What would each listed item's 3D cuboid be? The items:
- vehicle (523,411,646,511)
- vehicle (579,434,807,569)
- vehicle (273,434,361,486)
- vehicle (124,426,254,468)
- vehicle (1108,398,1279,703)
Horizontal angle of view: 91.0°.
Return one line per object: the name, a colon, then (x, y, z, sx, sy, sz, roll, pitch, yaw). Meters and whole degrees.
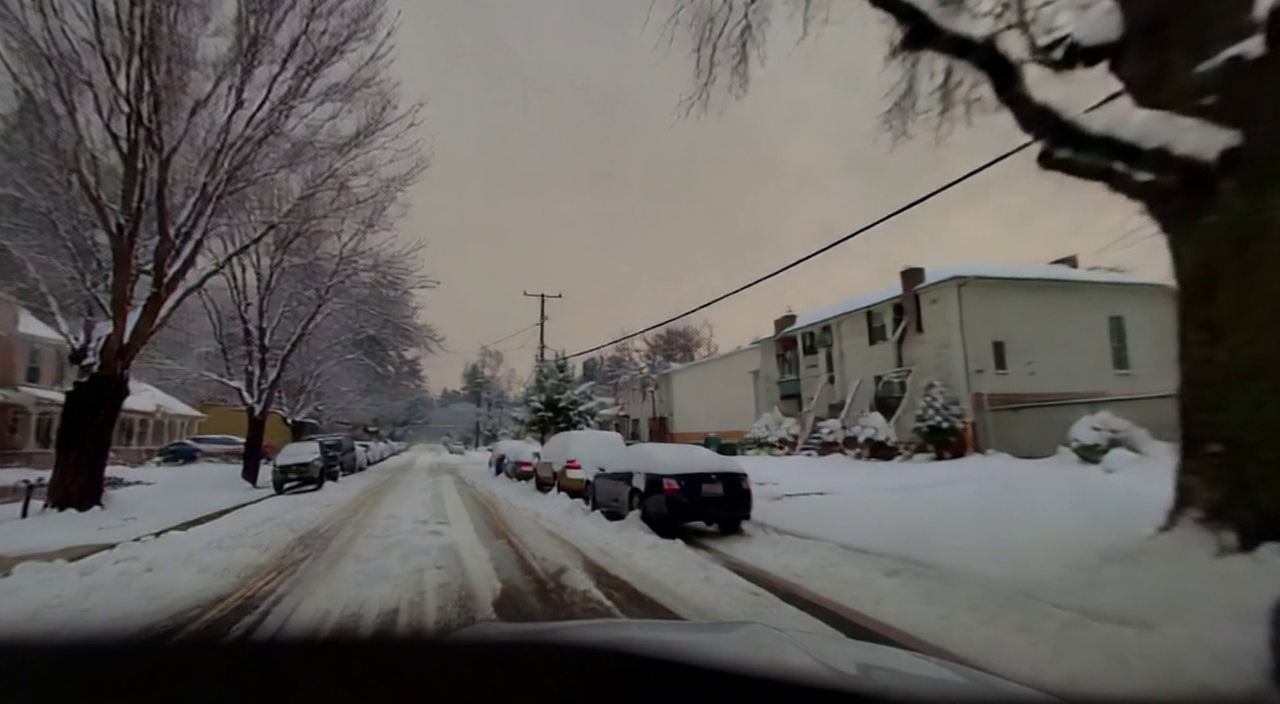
vehicle: (-1.605, 2.619, 16.211, 1.993, 2.129, 4.893, 2, -6, -19)
vehicle: (0.501, 2.083, 9.876, 1.828, 1.442, 4.476, 2, -6, -20)
vehicle: (-10.724, 3.592, 21.249, 1.908, 1.493, 4.806, 6, -10, -19)
vehicle: (-19.457, 4.080, 27.387, 4.153, 1.550, 2.029, 3, -2, -20)
vehicle: (4.790, 1.108, 3.289, 4.030, 1.648, 1.827, 4, -9, -23)
